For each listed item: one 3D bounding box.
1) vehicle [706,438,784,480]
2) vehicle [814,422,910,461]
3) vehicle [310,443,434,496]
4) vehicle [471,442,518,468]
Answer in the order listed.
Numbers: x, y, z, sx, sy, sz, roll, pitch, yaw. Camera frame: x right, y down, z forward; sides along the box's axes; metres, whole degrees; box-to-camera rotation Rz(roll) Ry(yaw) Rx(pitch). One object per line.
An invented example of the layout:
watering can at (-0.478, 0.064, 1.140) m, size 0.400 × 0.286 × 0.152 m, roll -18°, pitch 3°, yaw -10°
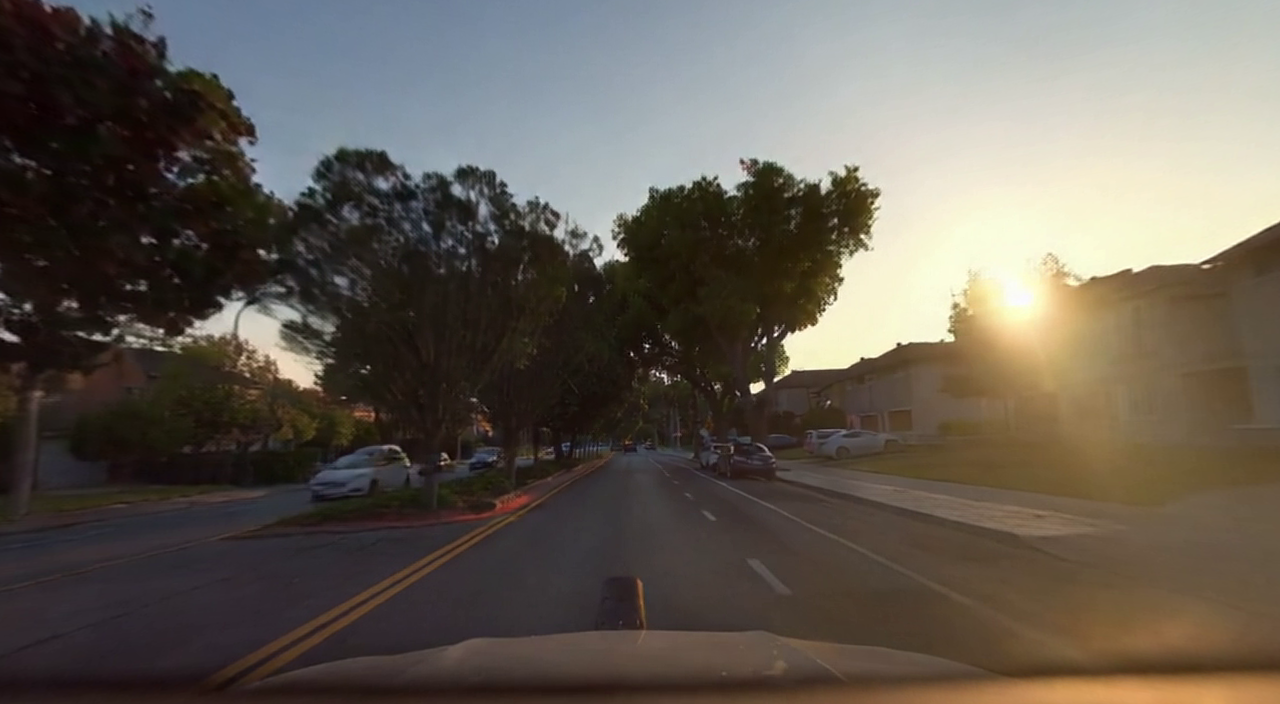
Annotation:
vehicle at (3.956, 4.113, 24.698) m, size 1.946 × 1.431 × 4.695 m, roll 0°, pitch -8°, yaw -4°
vehicle at (11.071, 4.484, 31.690) m, size 3.999 × 1.599 × 1.819 m, roll -5°, pitch -8°, yaw 0°
vehicle at (-8.472, 3.724, 20.529) m, size 1.986 × 1.442 × 4.602 m, roll -1°, pitch -8°, yaw 0°
vehicle at (-8.947, 6.357, 39.200) m, size 1.871 × 1.484 × 4.383 m, roll -1°, pitch -8°, yaw 0°
